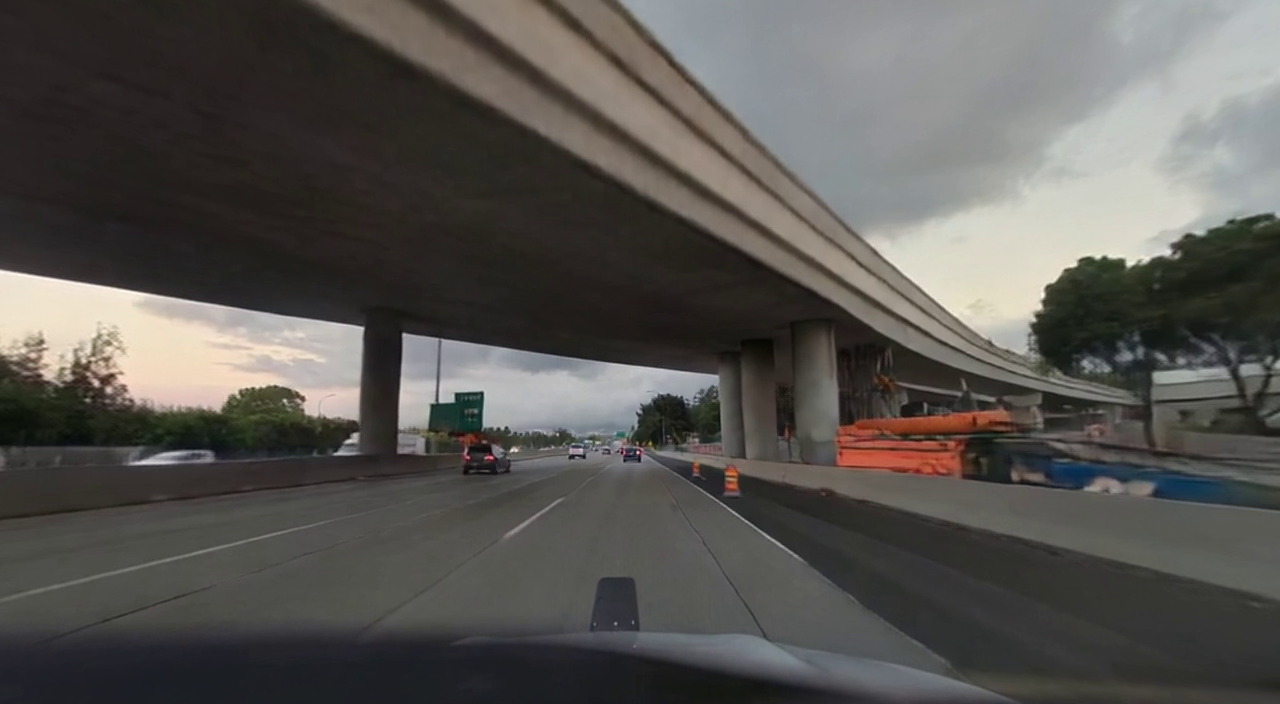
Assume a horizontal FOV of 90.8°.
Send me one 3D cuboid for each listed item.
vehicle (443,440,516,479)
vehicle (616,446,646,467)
[{"bbox_3d":[-7.116,4.807,28.472,2.128,1.604,4.279,0,-9,0],"label":"vehicle"},{"bbox_3d":[-0.629,7.494,45.513,2.051,1.459,4.092,0,-9,0],"label":"vehicle"}]
